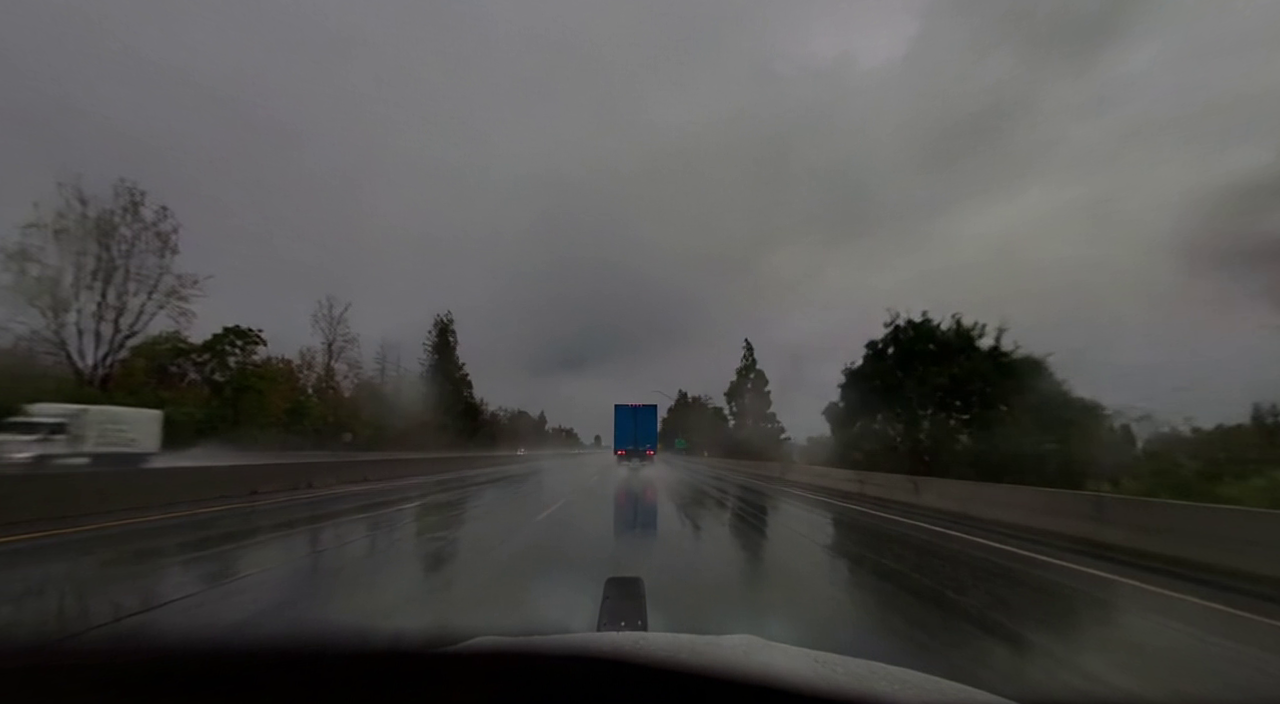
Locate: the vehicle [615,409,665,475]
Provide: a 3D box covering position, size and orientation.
[{"bbox_3d":[-0.002,6.292,43.700,2.982,3.947,11.075,0,-9,0],"label":"vehicle"}]

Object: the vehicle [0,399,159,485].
[{"bbox_3d":[-22.770,3.521,24.313,2.525,2.836,7.355,0,-9,0],"label":"vehicle"}]
